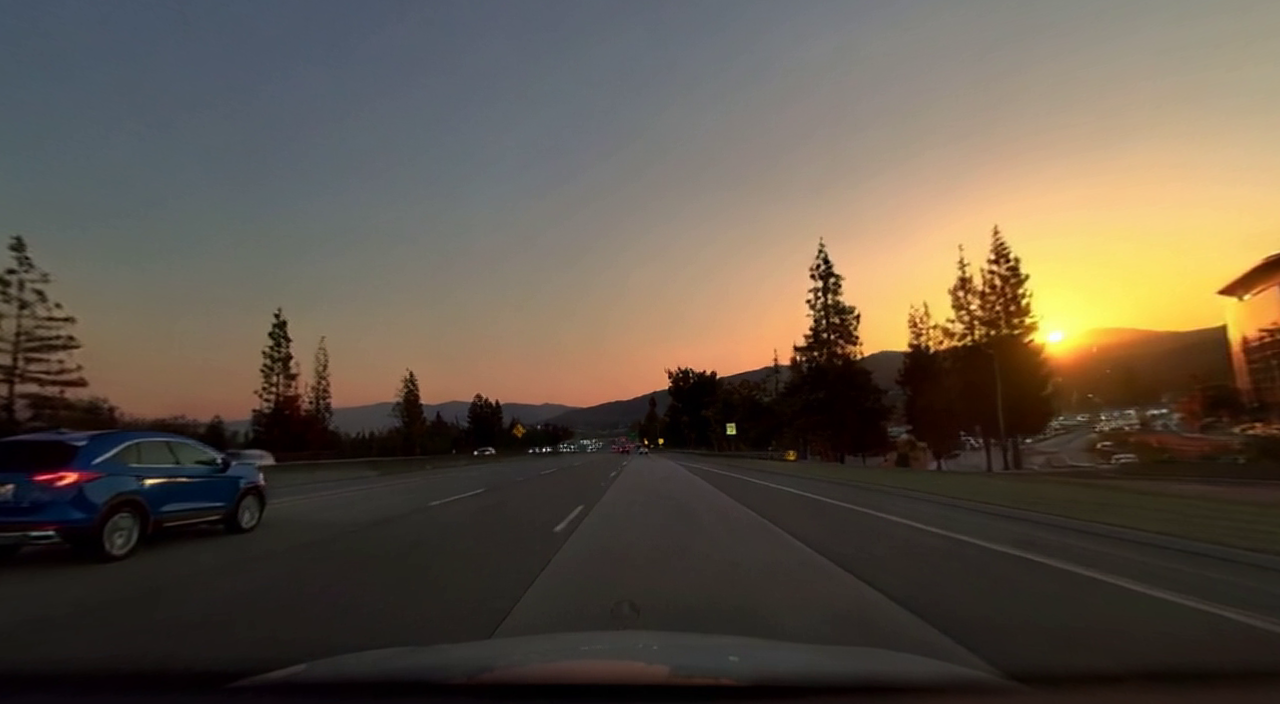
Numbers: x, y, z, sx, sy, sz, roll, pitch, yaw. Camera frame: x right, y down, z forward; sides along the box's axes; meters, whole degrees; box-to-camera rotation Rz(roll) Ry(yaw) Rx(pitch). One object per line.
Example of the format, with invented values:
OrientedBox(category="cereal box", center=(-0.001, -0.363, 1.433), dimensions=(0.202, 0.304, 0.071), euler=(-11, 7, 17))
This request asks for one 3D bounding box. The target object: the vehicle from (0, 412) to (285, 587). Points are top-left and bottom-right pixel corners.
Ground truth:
OrientedBox(category="vehicle", center=(-7.312, 1.793, 8.609), dimensions=(2.148, 1.709, 4.678), euler=(0, -8, 1))
